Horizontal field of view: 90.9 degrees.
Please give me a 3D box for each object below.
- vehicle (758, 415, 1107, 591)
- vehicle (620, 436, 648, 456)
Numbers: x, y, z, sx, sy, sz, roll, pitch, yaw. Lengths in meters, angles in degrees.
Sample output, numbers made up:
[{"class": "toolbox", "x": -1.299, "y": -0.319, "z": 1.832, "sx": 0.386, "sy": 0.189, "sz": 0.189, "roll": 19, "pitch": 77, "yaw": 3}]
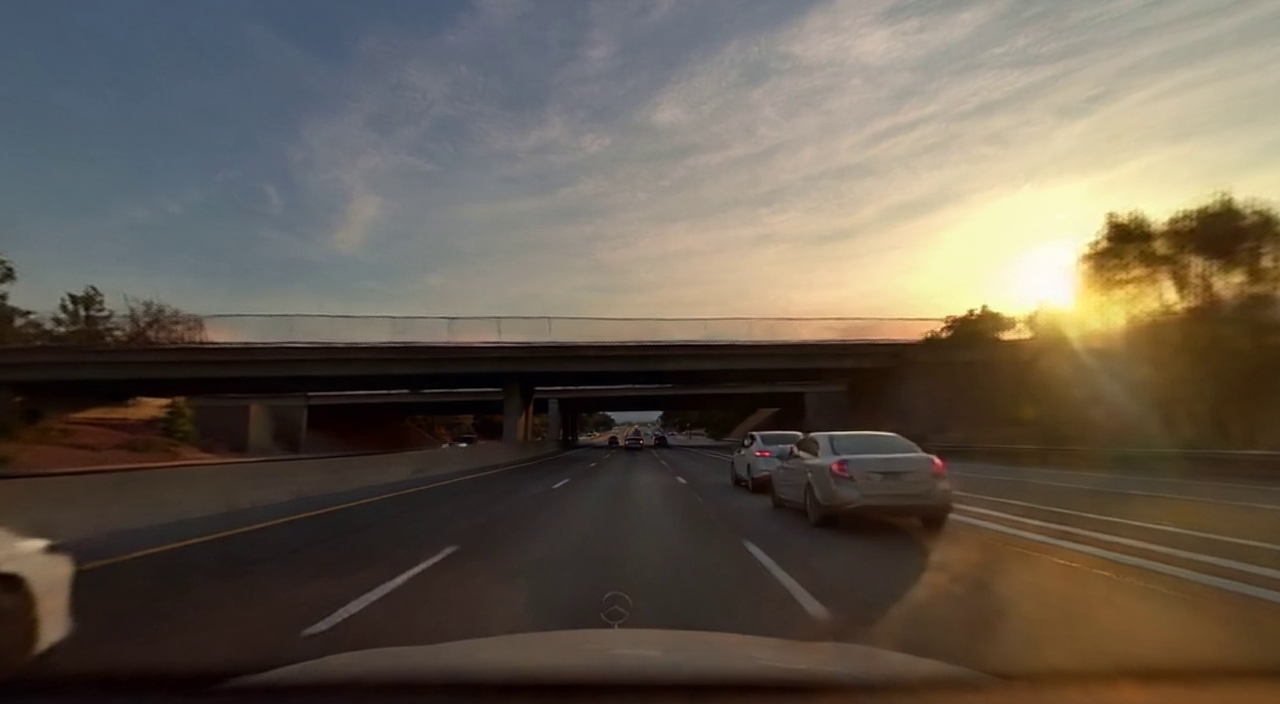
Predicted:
[{"class": "vehicle", "x": 3.253, "y": 1.768, "z": 8.517, "sx": 2.240, "sy": 1.646, "sz": 4.949, "roll": 0, "pitch": -8, "yaw": -1}, {"class": "vehicle", "x": -0.452, "y": 7.436, "z": 49.912, "sx": 2.103, "sy": 1.512, "sz": 4.155, "roll": 0, "pitch": -8, "yaw": 0}]
